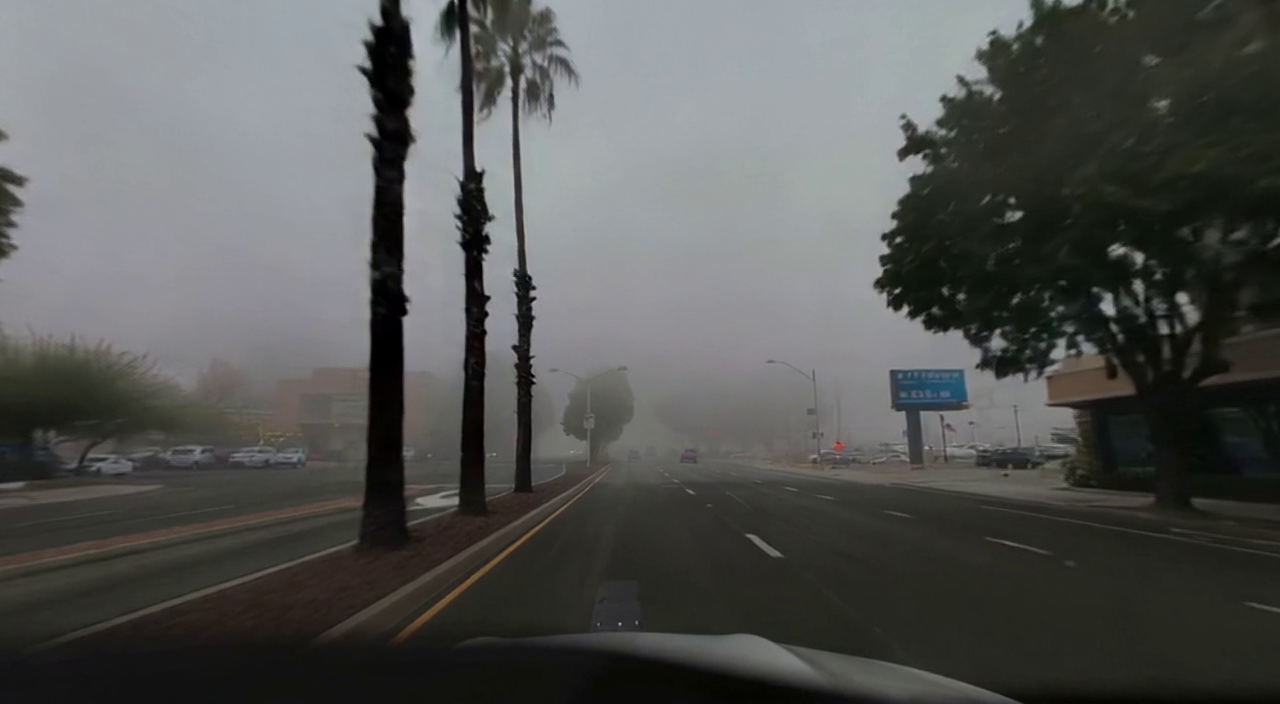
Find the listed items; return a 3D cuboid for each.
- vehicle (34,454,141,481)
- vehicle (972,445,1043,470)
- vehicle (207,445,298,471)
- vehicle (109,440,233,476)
[{"bbox_3d":[-31.182,6.507,35.603,4.223,1.444,1.814,0,-9,-3],"label":"vehicle"},{"bbox_3d":[24.153,6.920,41.569,1.881,1.509,4.448,0,-9,-3],"label":"vehicle"},{"bbox_3d":[-30.587,8.390,49.840,5.493,1.979,2.437,0,-9,-2],"label":"vehicle"},{"bbox_3d":[-32.029,7.228,43.126,6.216,2.077,2.806,2,-8,2],"label":"vehicle"}]
